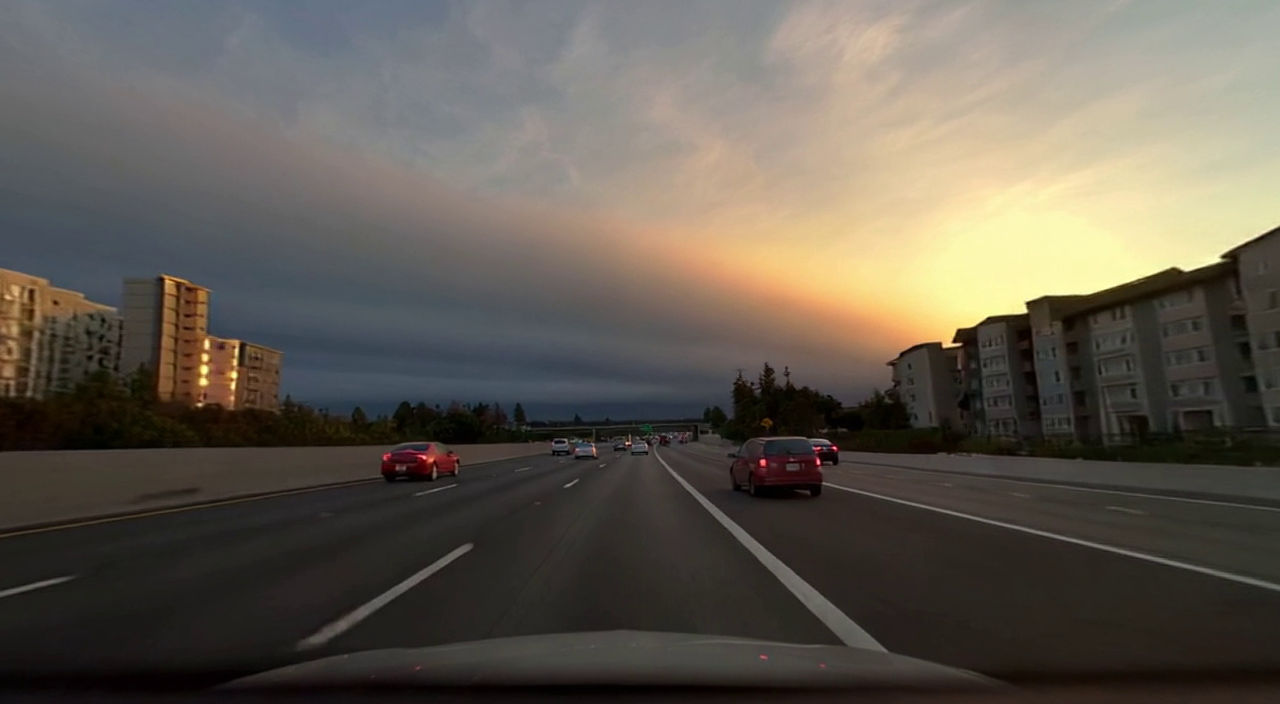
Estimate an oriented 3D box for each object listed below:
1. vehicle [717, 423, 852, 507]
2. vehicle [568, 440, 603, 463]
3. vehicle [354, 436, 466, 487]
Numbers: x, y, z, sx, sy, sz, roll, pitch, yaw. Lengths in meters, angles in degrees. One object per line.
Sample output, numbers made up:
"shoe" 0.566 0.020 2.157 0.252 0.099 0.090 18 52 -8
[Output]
"vehicle" 3.181 2.608 14.972 2.080 1.694 4.286 0 -9 -1
"vehicle" -3.682 6.830 43.430 2.002 1.466 4.378 0 -9 0
"vehicle" -7.565 3.640 21.325 2.021 1.496 4.495 0 -9 1
